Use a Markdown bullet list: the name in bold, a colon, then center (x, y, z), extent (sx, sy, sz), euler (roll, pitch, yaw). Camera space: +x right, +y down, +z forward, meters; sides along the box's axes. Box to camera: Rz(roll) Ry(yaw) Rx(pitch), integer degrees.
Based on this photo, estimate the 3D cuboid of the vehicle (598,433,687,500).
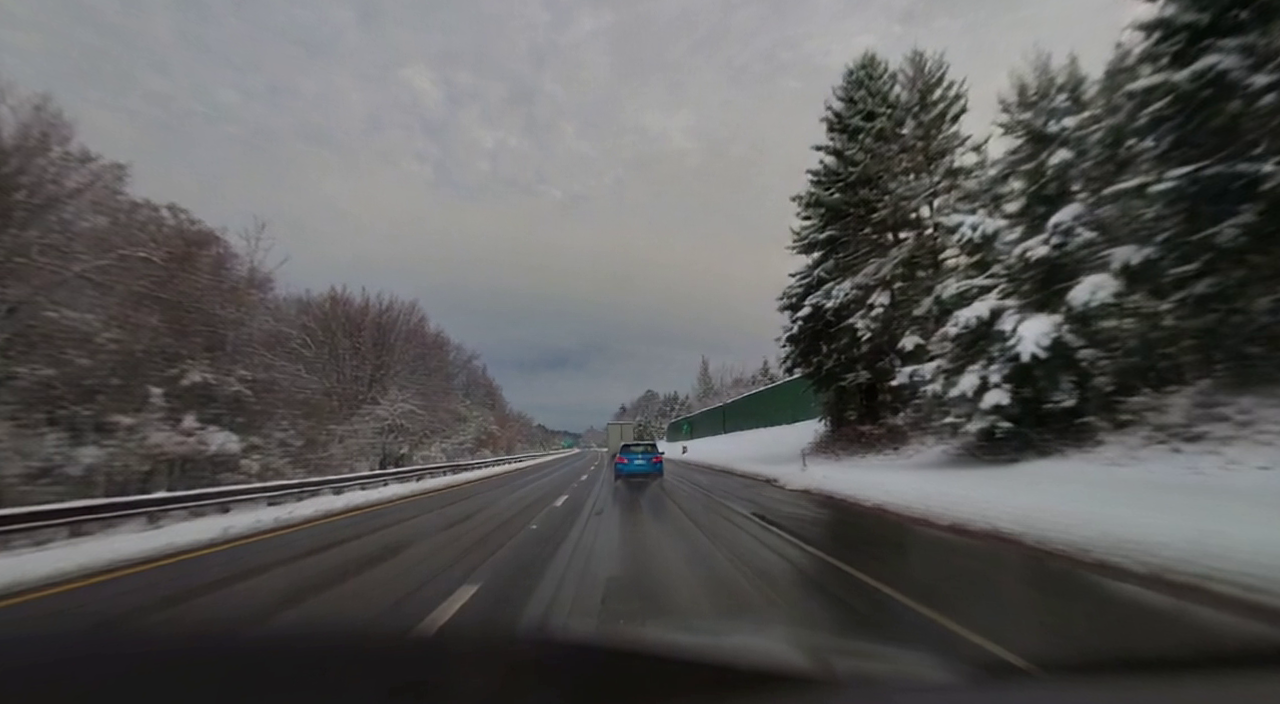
- **vehicle**: center (-0.040, 2.941, 16.597), extent (2.057, 1.516, 4.065), euler (1, -8, -3)
